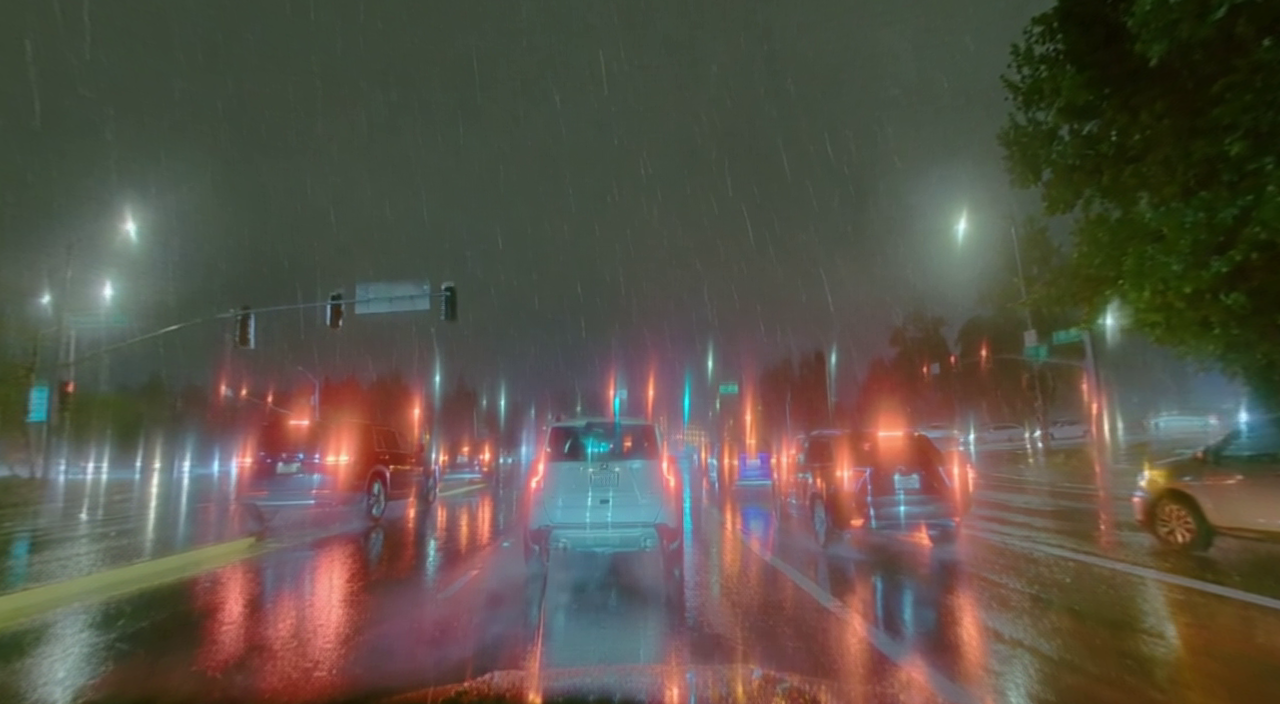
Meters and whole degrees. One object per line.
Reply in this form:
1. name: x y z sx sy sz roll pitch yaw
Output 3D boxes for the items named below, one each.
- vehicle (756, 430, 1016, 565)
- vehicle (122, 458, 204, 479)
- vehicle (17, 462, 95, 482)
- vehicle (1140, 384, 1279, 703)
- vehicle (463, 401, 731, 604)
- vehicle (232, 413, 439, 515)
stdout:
1. vehicle: 3.136 1.951 9.240 1.971 1.473 4.495 0 -9 0
2. vehicle: -37.366 9.118 49.233 4.914 1.487 1.850 0 -9 1
3. vehicle: -45.709 9.370 49.165 4.232 1.498 1.791 0 -9 1
4. vehicle: 3.281 0.637 0.628 1.980 1.515 4.362 0 -9 1
5. vehicle: -0.332 1.573 7.404 2.256 1.694 4.055 0 -9 1
6. vehicle: -6.742 2.556 14.771 2.214 1.953 5.017 0 -9 1
